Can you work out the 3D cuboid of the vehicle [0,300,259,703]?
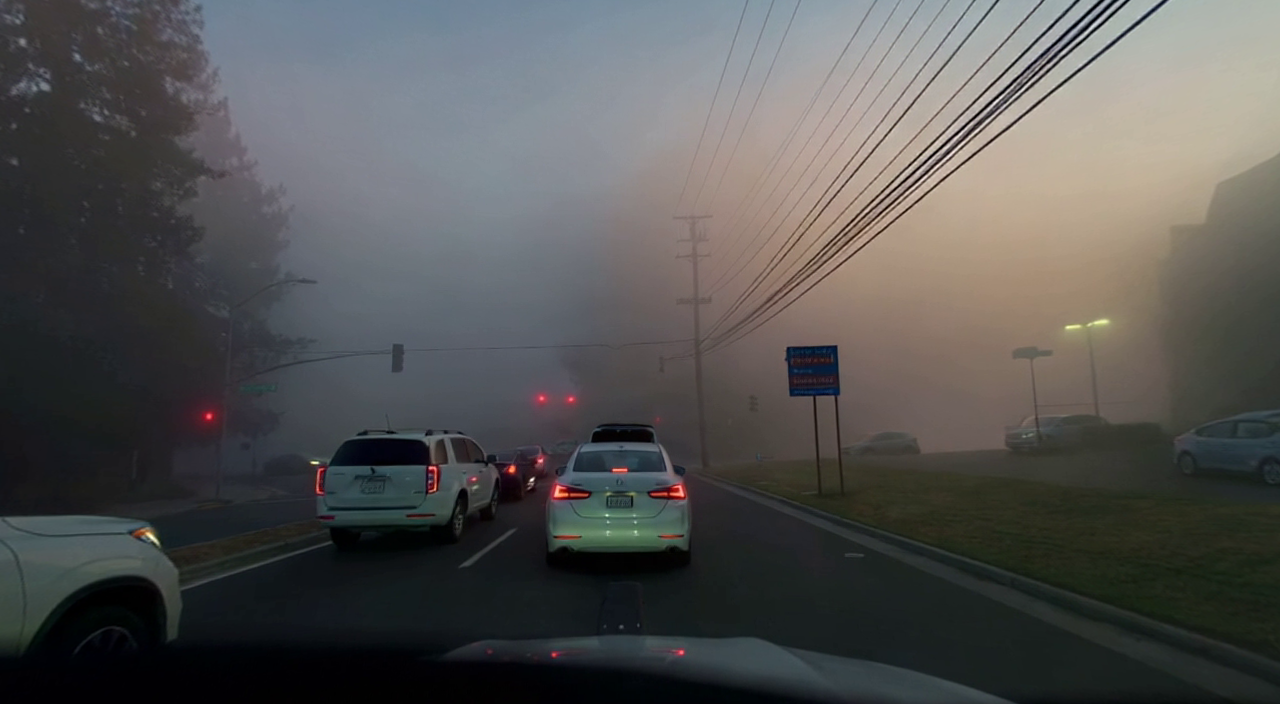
[{"bbox_3d":[-3.589,0.635,1.527,2.085,1.943,5.053,0,-8,1],"label":"vehicle"}]

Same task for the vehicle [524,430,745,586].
[{"bbox_3d":[-0.100,1.801,8.139,2.121,1.474,3.968,0,-8,-1],"label":"vehicle"}]

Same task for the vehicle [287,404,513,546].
[{"bbox_3d":[-3.853,2.086,11.370,2.147,1.963,4.927,0,-8,-1],"label":"vehicle"}]

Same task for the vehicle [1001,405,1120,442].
[{"bbox_3d":[26.840,4.634,40.511,5.782,2.286,2.223,-1,-9,4],"label":"vehicle"}]

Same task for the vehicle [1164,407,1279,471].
[{"bbox_3d":[17.006,2.547,18.278,1.858,1.622,4.491,-5,-10,28],"label":"vehicle"}]
